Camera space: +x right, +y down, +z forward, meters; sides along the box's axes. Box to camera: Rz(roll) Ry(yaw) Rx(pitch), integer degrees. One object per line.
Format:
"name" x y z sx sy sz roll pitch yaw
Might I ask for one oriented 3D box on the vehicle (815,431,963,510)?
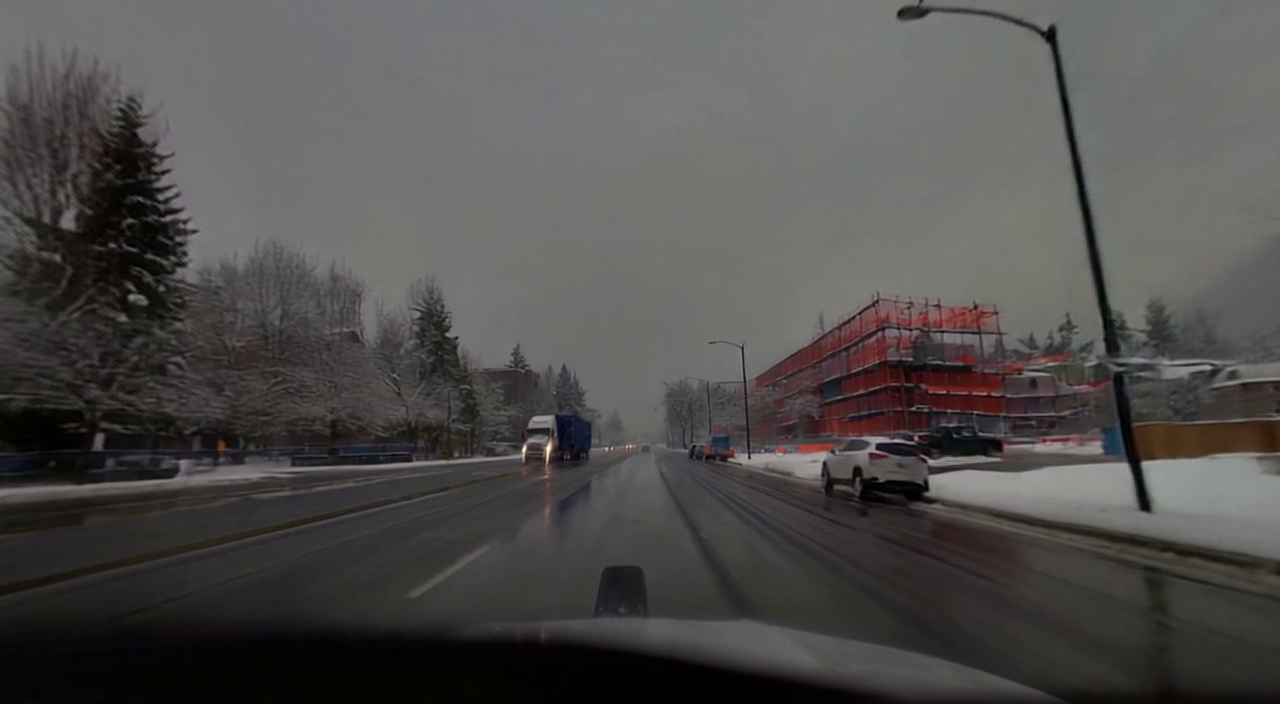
"vehicle" 6.708 3.227 17.659 2.169 1.880 4.849 0 -9 0

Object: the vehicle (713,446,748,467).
"vehicle" 6.881 7.990 48.158 1.933 1.488 4.736 0 -8 0

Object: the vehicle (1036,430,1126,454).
"vehicle" 29.544 6.026 42.145 4.455 1.607 1.950 0 -7 2

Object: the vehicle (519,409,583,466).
"vehicle" -6.722 6.748 49.247 3.071 3.982 10.729 0 -8 2

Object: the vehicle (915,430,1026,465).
"vehicle" 16.595 4.818 31.646 4.422 1.677 2.004 0 -9 -1
